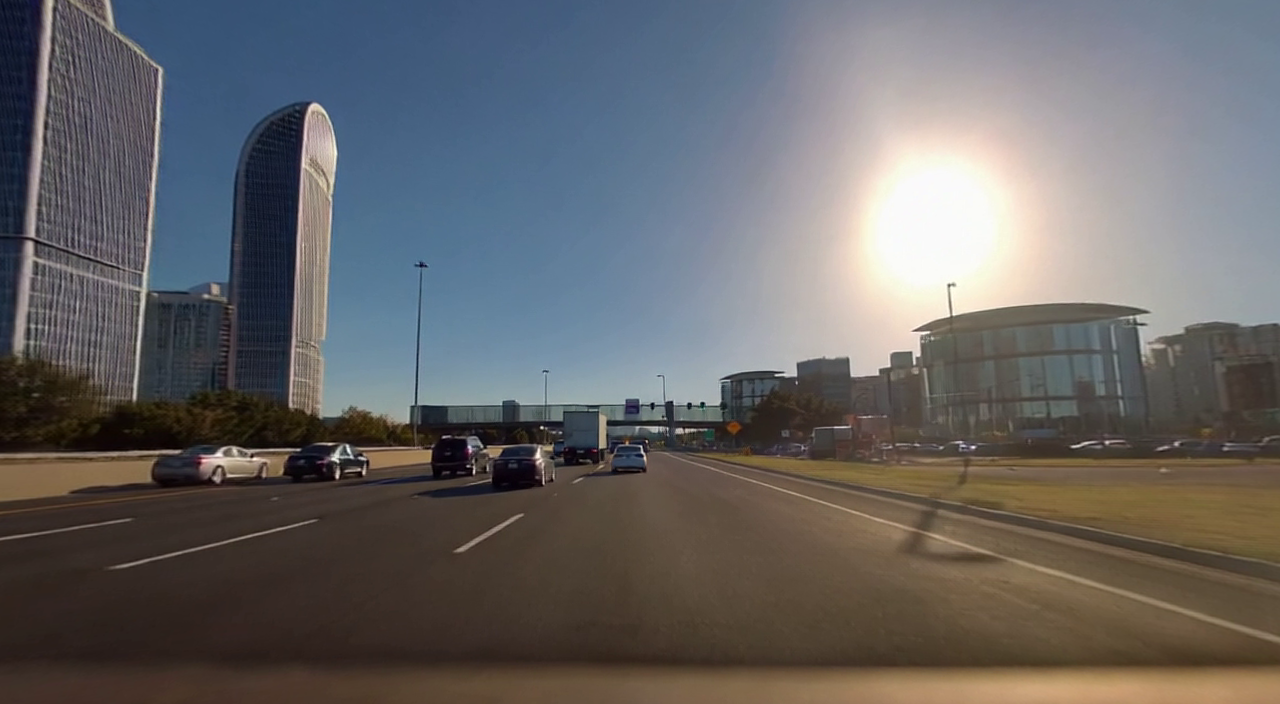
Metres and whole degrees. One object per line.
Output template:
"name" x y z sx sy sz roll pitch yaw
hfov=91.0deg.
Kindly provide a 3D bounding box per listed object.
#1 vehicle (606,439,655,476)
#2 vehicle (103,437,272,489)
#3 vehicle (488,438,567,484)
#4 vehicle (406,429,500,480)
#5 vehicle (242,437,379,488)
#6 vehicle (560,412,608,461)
"vehicle" -0.397 4.650 27.952 1.991 1.488 3.922 0 -8 0
"vehicle" -14.557 3.579 20.692 1.948 1.483 4.814 0 -8 0
"vehicle" -3.989 3.923 23.049 2.016 1.497 4.235 0 -8 1
"vehicle" -7.287 4.063 25.184 2.190 1.821 4.800 0 -8 1
"vehicle" -10.800 3.643 21.125 1.987 1.495 4.710 0 -8 1
"vehicle" -4.080 6.460 47.652 2.955 3.359 8.322 0 -8 -1
